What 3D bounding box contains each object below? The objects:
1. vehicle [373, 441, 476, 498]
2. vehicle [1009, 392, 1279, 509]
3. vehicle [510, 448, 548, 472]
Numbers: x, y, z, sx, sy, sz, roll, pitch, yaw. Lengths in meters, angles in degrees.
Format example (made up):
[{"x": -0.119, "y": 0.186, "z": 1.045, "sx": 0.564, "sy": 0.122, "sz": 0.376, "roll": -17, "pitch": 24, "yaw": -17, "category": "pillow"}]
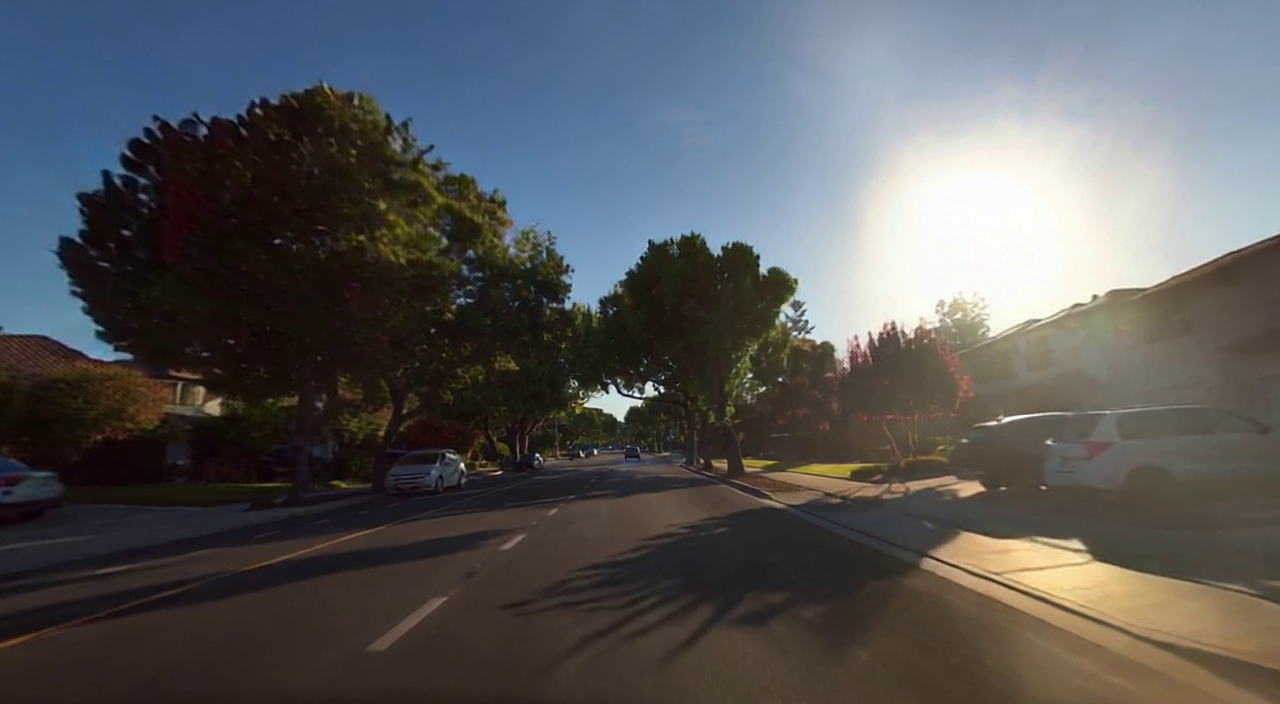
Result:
[{"x": -7.821, "y": 4.266, "z": 23.460, "sx": 2.122, "sy": 1.739, "sz": 4.770, "roll": -4, "pitch": -8, "yaw": 0, "category": "vehicle"}, {"x": 8.929, "y": 1.589, "z": 10.296, "sx": 4.535, "sy": 1.697, "sz": 1.968, "roll": 0, "pitch": -9, "yaw": 0, "category": "vehicle"}, {"x": -7.959, "y": 7.768, "z": 45.582, "sx": 1.880, "sy": 1.469, "sz": 4.221, "roll": -4, "pitch": -9, "yaw": 1, "category": "vehicle"}]
